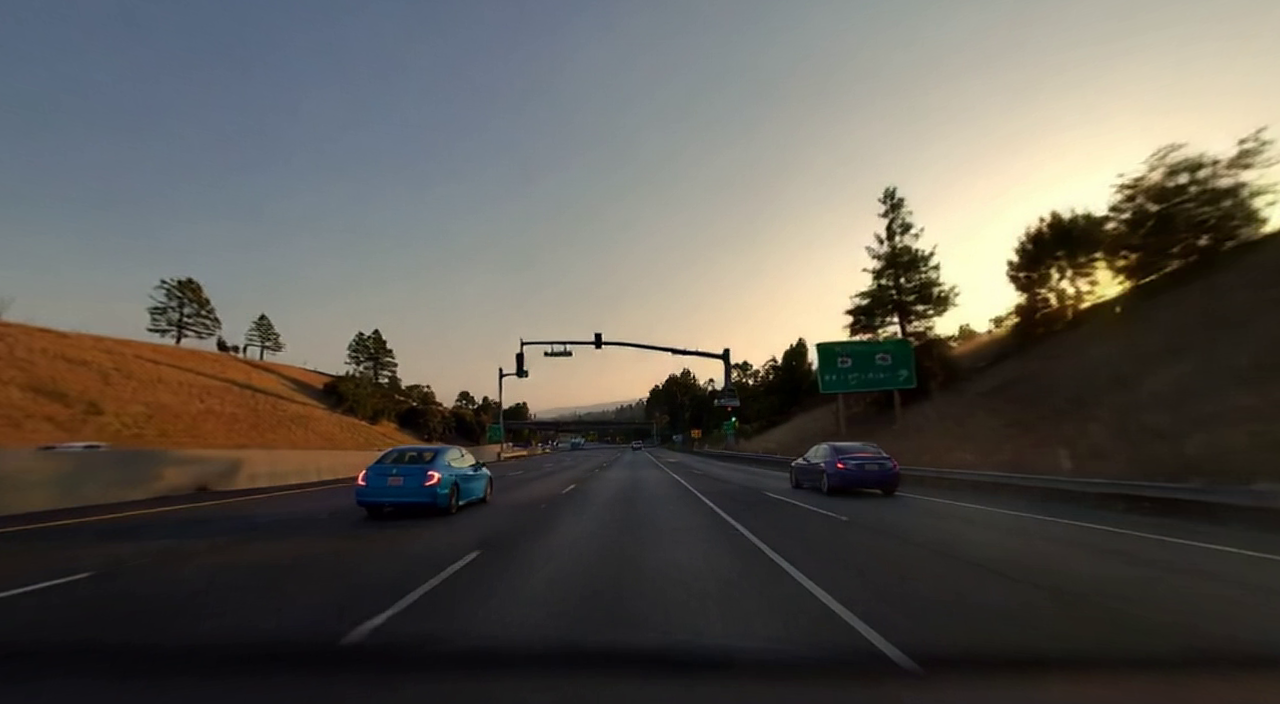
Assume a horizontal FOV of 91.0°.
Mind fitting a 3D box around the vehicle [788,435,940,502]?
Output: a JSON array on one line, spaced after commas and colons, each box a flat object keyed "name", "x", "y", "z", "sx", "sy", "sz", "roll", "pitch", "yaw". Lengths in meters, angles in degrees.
[{"name": "vehicle", "x": 5.567, "y": 2.952, "z": 16.462, "sx": 2.049, "sy": 1.481, "sz": 4.774, "roll": 0, "pitch": -9, "yaw": -2}]

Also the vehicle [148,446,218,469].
[{"name": "vehicle", "x": -33.043, "y": 7.627, "z": 45.652, "sx": 1.851, "sy": 1.562, "sz": 4.300, "roll": 0, "pitch": -8, "yaw": -1}]

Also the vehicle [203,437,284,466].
[{"name": "vehicle", "x": -28.667, "y": 7.197, "z": 45.775, "sx": 2.184, "sy": 1.961, "sz": 5.736, "roll": 0, "pitch": -9, "yaw": 0}]

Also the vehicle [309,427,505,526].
[{"name": "vehicle", "x": -4.077, "y": 2.257, "z": 11.976, "sx": 1.987, "sy": 1.516, "sz": 4.478, "roll": 0, "pitch": -9, "yaw": 0}]

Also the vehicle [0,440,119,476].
[{"name": "vehicle", "x": -32.986, "y": 6.002, "z": 35.847, "sx": 2.132, "sy": 1.892, "sz": 5.077, "roll": 0, "pitch": -9, "yaw": 0}]
